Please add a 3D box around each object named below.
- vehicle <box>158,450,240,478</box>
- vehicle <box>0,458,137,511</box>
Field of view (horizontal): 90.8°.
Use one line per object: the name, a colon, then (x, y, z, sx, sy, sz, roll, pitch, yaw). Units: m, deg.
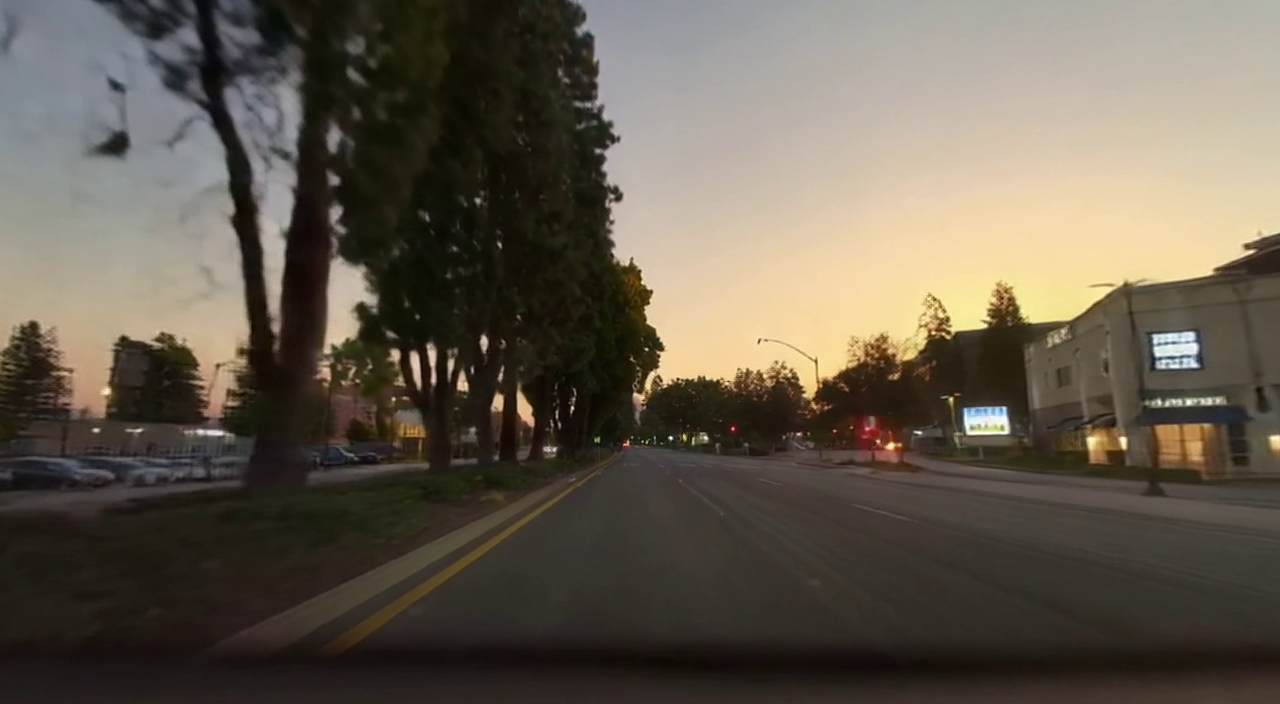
vehicle: (-28.554, 7.236, 41.111, 1.948, 1.689, 4.553, 0, -8, 2)
vehicle: (-19.440, 4.328, 20.939, 1.889, 1.497, 4.478, -3, -9, -1)
